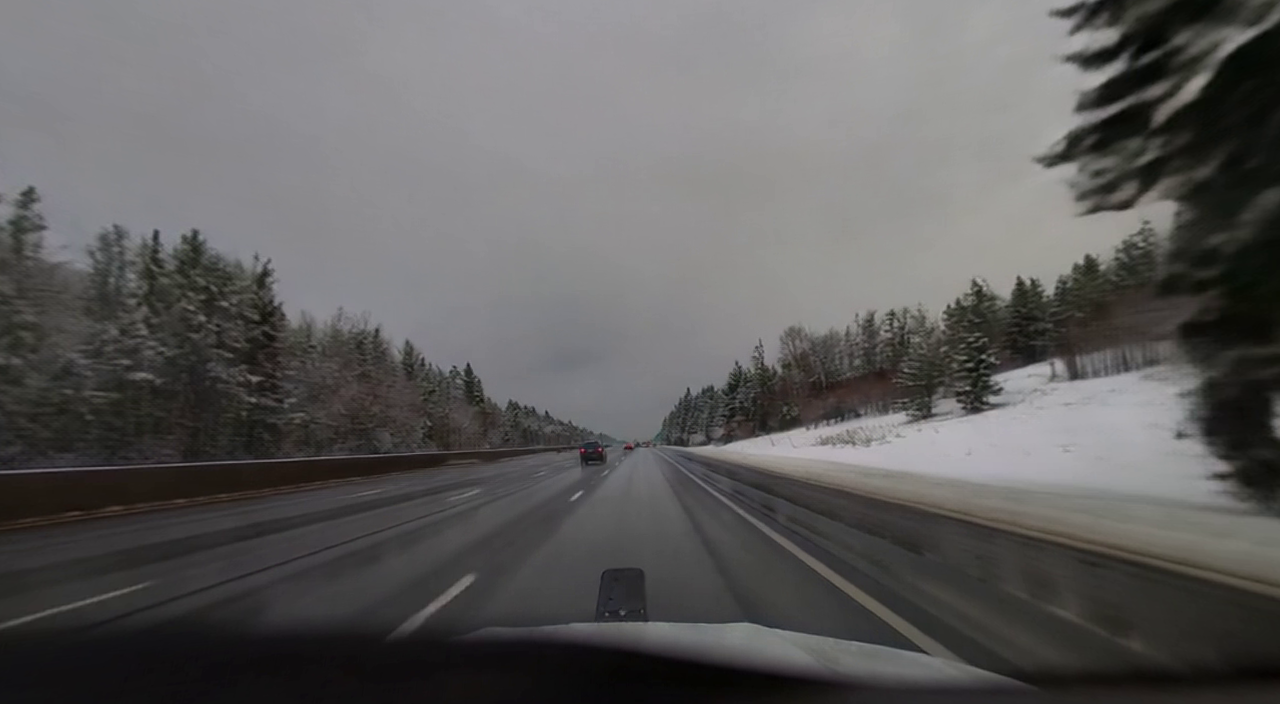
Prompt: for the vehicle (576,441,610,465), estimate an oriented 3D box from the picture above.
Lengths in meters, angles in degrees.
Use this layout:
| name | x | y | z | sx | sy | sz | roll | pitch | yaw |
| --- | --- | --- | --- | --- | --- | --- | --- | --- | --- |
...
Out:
| name | x | y | z | sx | sy | sz | roll | pitch | yaw |
| --- | --- | --- | --- | --- | --- | --- | --- | --- | --- |
| vehicle | -3.239 | 7.023 | 44.087 | 1.993 | 1.589 | 3.898 | 0 | -8 | 1 |
